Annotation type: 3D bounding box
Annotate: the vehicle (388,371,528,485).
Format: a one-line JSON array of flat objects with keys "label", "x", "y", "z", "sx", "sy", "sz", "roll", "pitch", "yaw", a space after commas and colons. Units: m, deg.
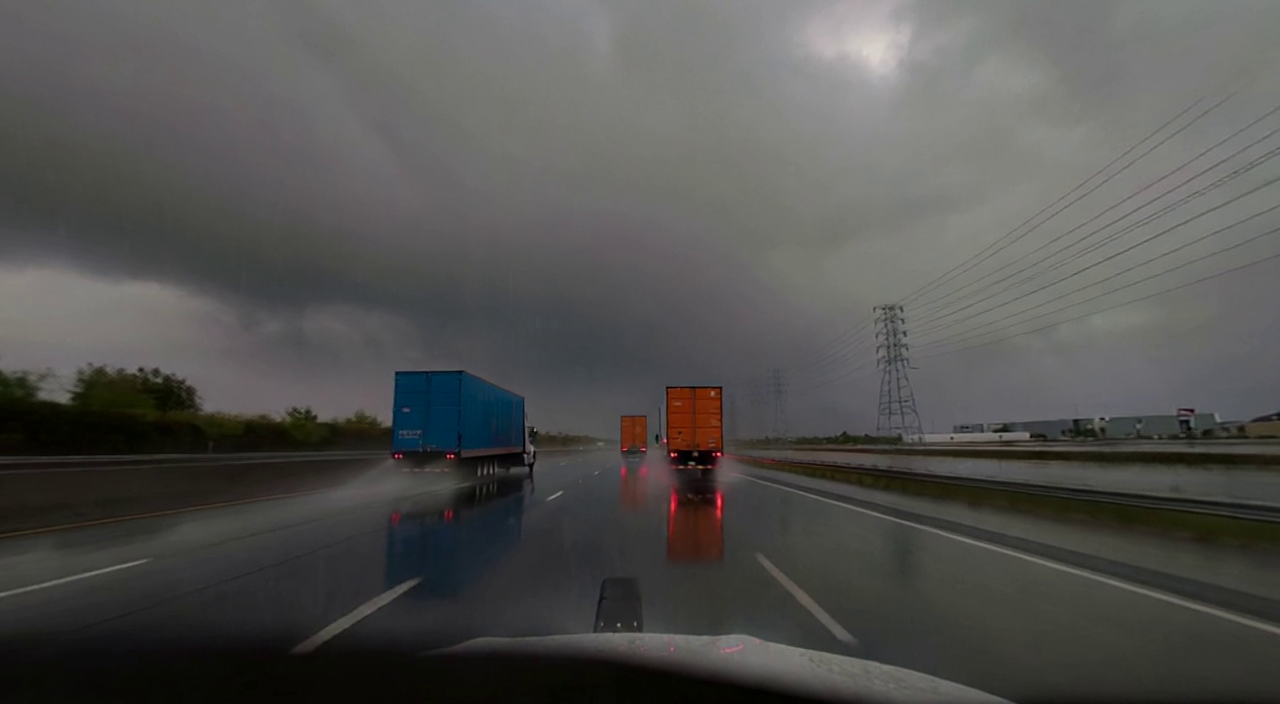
[{"label": "vehicle", "x": -7.352, "y": 3.479, "z": 27.771, "sx": 2.937, "sy": 3.981, "sz": 11.119, "roll": 0, "pitch": -9, "yaw": 0}]
